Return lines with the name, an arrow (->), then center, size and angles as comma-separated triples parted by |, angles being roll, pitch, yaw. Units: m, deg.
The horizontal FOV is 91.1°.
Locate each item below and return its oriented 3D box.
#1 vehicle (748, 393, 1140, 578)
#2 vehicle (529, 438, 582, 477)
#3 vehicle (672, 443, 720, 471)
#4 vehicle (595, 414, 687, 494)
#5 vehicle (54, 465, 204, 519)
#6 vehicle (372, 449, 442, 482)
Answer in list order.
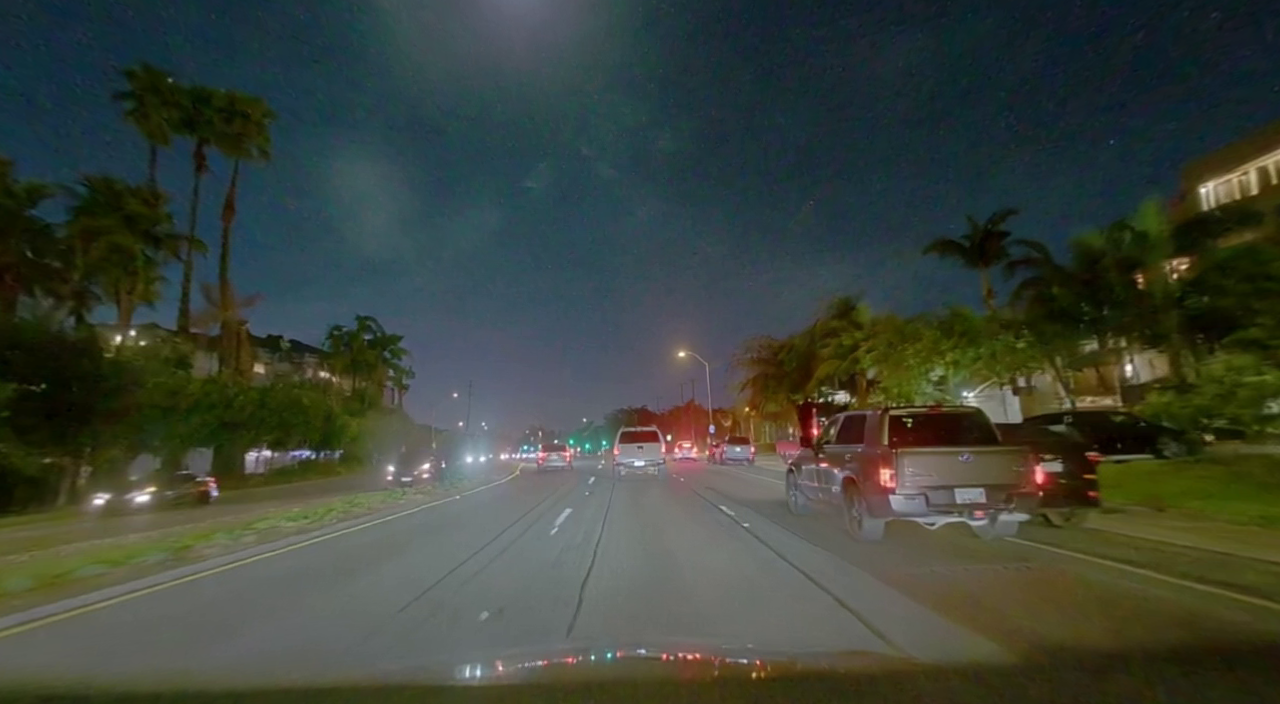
vehicle -> 3.585, 1.792, 9.443 | 2.576, 1.815, 6.267 | 0, -9, -2
vehicle -> -3.899, 4.954, 29.734 | 2.235, 1.682, 4.662 | 1, -9, -5
vehicle -> 3.002, 5.778, 34.819 | 2.178, 1.411, 4.732 | 0, -9, -1
vehicle -> -0.186, 3.250, 20.224 | 2.507, 2.161, 6.049 | 1, -9, -4
vehicle -> -18.569, 5.061, 23.168 | 1.956, 1.494, 4.503 | -4, -8, -3
vehicle -> -12.351, 6.031, 33.650 | 2.068, 1.630, 4.650 | 0, -9, -2
